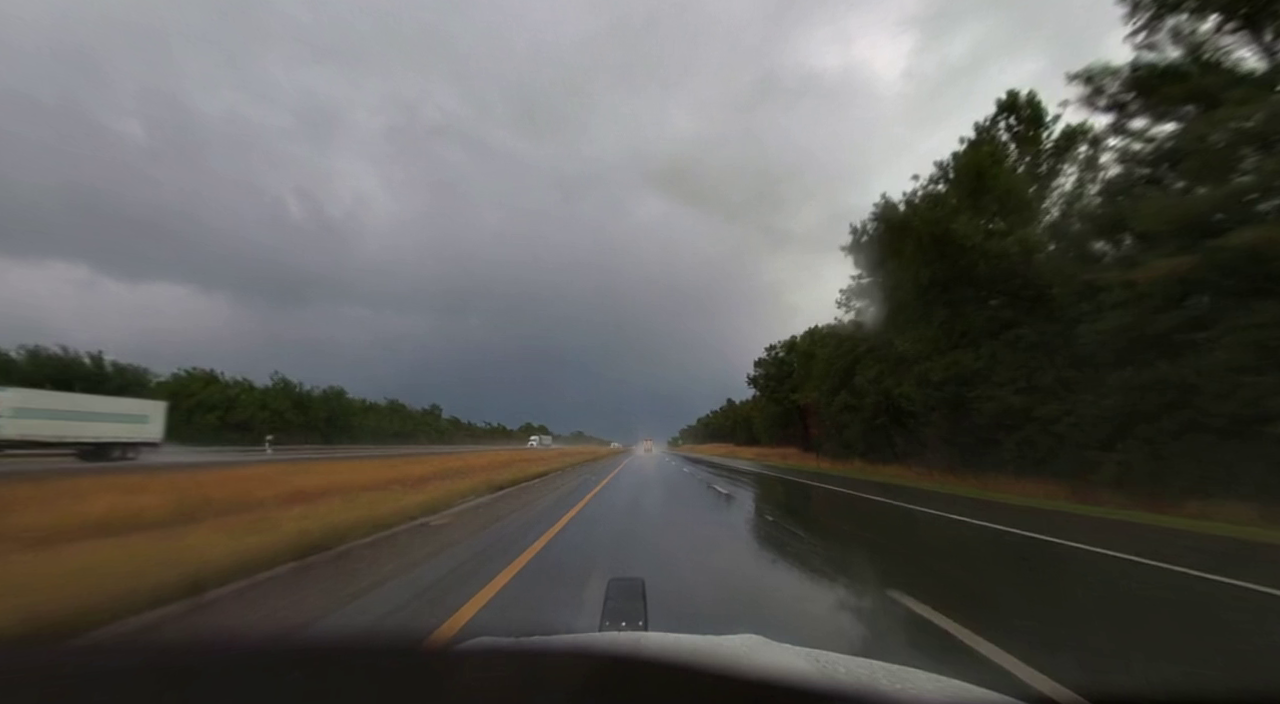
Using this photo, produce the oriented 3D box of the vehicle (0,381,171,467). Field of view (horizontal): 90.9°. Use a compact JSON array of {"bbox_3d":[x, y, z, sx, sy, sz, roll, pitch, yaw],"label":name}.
[{"bbox_3d":[-32.414,3.965,33.700,2.862,4.105,15.410,0,-8,0],"label":"vehicle"}]
